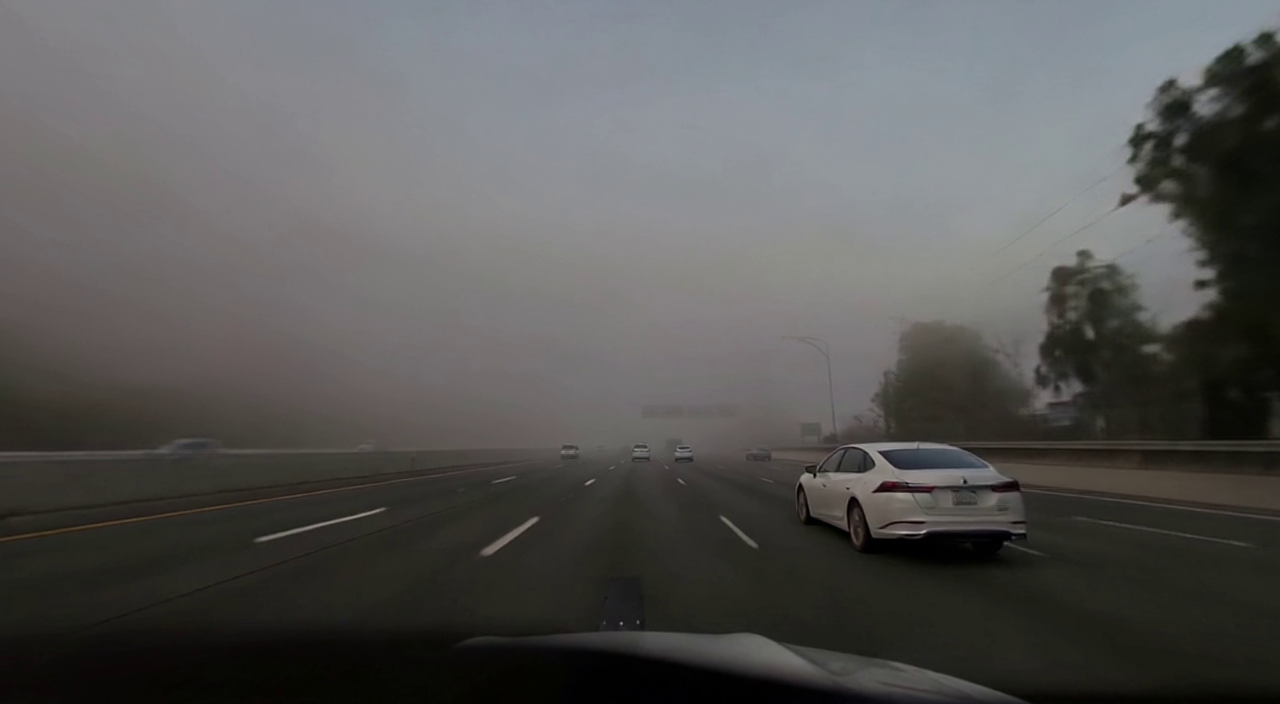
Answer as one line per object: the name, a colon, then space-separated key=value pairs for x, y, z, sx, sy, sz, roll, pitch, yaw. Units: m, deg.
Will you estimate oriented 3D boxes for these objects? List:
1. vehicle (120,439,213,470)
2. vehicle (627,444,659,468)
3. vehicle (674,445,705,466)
vehicle: x=-25.237 y=5.472 z=33.740 sx=1.833 sy=1.522 sz=3.969 roll=0 pitch=-9 yaw=1
vehicle: x=0.203 y=7.027 z=42.742 sx=2.066 sy=1.562 sz=4.198 roll=0 pitch=-9 yaw=0
vehicle: x=3.761 y=7.973 z=48.571 sx=2.076 sy=1.506 sz=4.050 roll=0 pitch=-9 yaw=0
